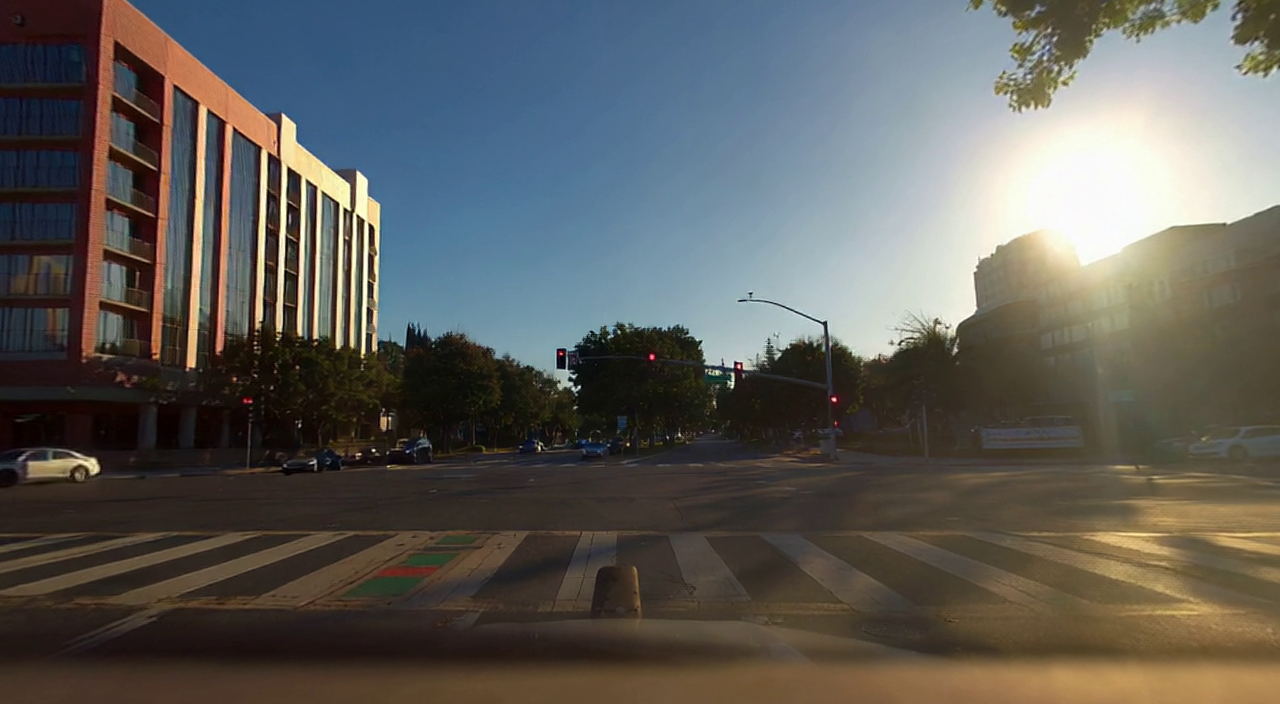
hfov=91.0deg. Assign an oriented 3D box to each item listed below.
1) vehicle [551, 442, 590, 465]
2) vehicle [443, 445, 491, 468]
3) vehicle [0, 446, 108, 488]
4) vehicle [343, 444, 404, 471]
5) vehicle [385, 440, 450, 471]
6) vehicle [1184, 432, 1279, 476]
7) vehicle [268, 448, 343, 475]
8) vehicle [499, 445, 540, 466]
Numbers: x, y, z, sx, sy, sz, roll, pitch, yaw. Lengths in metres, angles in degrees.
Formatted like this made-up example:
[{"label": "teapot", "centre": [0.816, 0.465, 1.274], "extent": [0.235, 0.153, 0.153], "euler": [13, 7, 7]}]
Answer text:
[{"label": "vehicle", "centre": [-4.533, 6.724, 41.675], "extent": [1.954, 1.431, 4.050], "euler": [0, -9, 2]}, {"label": "vehicle", "centre": [-11.640, 7.070, 42.691], "extent": [1.911, 1.476, 4.297], "euler": [-1, -9, 2]}, {"label": "vehicle", "centre": [-28.686, 5.423, 29.965], "extent": [4.884, 1.839, 2.032], "euler": [7, -12, -42]}, {"label": "vehicle", "centre": [-18.554, 7.343, 44.000], "extent": [2.237, 1.801, 4.541], "euler": [0, -9, 0]}, {"label": "vehicle", "centre": [-15.138, 7.041, 43.151], "extent": [2.340, 1.946, 5.450], "euler": [0, -9, 2]}, {"label": "vehicle", "centre": [22.317, 3.583, 22.237], "extent": [4.474, 1.477, 1.908], "euler": [0, -9, -3]}, {"label": "vehicle", "centre": [-21.834, 7.148, 41.303], "extent": [1.929, 1.619, 4.577], "euler": [-1, -9, 8]}, {"label": "vehicle", "centre": [-8.097, 7.004, 42.605], "extent": [1.910, 1.321, 3.692], "euler": [0, -9, 1]}]
